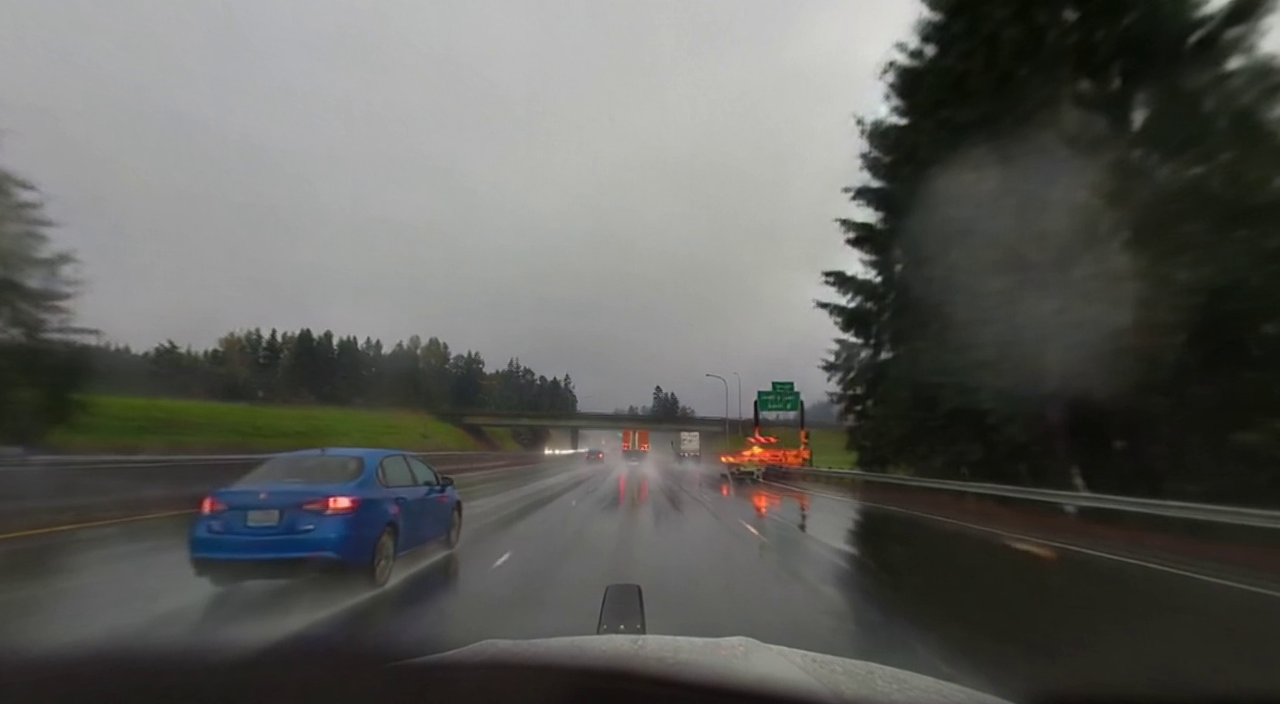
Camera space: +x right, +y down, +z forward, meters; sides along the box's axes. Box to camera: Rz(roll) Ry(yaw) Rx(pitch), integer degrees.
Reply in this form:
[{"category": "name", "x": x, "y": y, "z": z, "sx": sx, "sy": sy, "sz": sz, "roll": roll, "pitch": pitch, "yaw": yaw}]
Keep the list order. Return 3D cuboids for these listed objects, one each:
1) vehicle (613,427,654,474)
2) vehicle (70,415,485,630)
[{"category": "vehicle", "x": -0.563, "y": 6.966, "z": 44.800, "sx": 2.672, "sy": 3.056, "sz": 6.900, "roll": 0, "pitch": -9, "yaw": -2}, {"category": "vehicle", "x": -3.327, "y": 1.641, "z": 7.048, "sx": 2.088, "sy": 1.643, "sz": 4.215, "roll": 0, "pitch": -9, "yaw": 0}]
